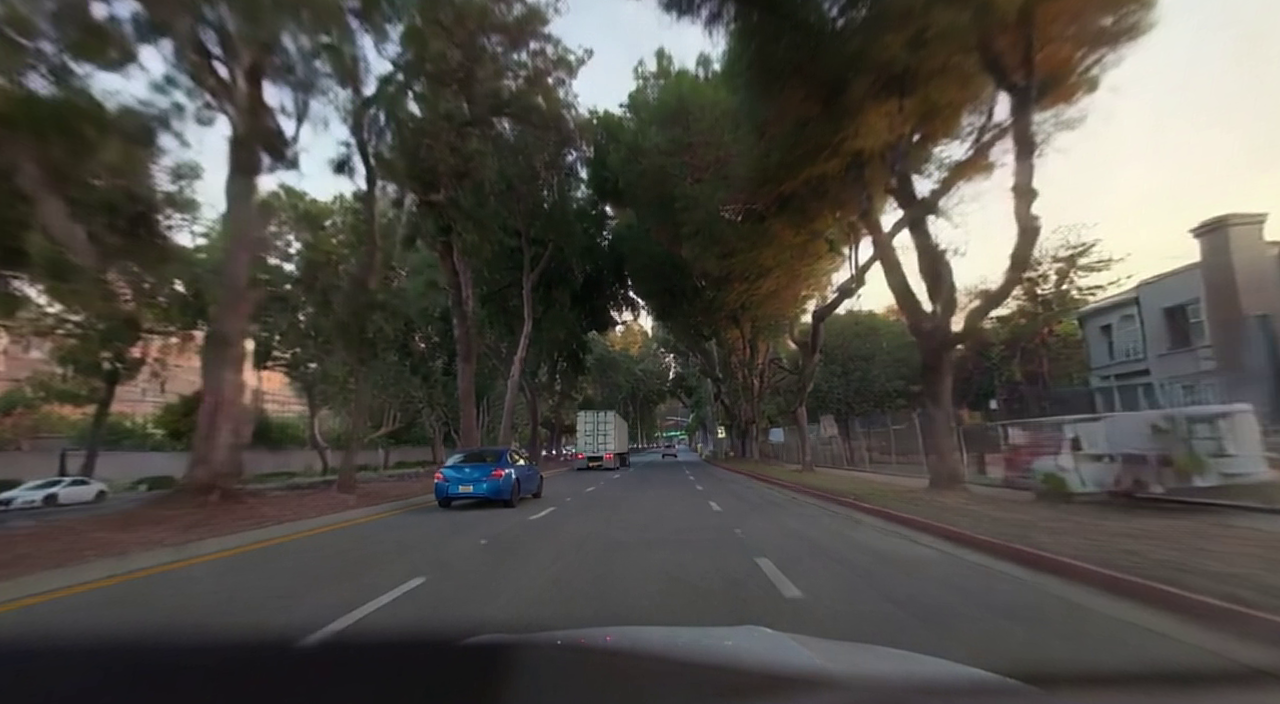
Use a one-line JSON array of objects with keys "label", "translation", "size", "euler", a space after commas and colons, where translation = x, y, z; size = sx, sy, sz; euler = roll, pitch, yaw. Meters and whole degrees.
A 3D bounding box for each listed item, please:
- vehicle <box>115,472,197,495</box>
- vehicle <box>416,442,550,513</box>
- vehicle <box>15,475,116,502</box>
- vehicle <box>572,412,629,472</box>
[{"label": "vehicle", "translation": [-33.537, 9.093, 43.734], "size": [4.356, 1.457, 1.759], "euler": [-1, -9, 5]}, {"label": "vehicle", "translation": [-3.637, 2.984, 15.557], "size": [2.005, 1.462, 4.345], "euler": [-1, -8, 3]}, {"label": "vehicle", "translation": [-34.723, 8.237, 38.150], "size": [4.333, 1.436, 1.871], "euler": [-1, -9, 4]}, {"label": "vehicle", "translation": [-2.230, 5.566, 38.941], "size": [2.746, 3.276, 8.572], "euler": [0, -8, 2]}]
